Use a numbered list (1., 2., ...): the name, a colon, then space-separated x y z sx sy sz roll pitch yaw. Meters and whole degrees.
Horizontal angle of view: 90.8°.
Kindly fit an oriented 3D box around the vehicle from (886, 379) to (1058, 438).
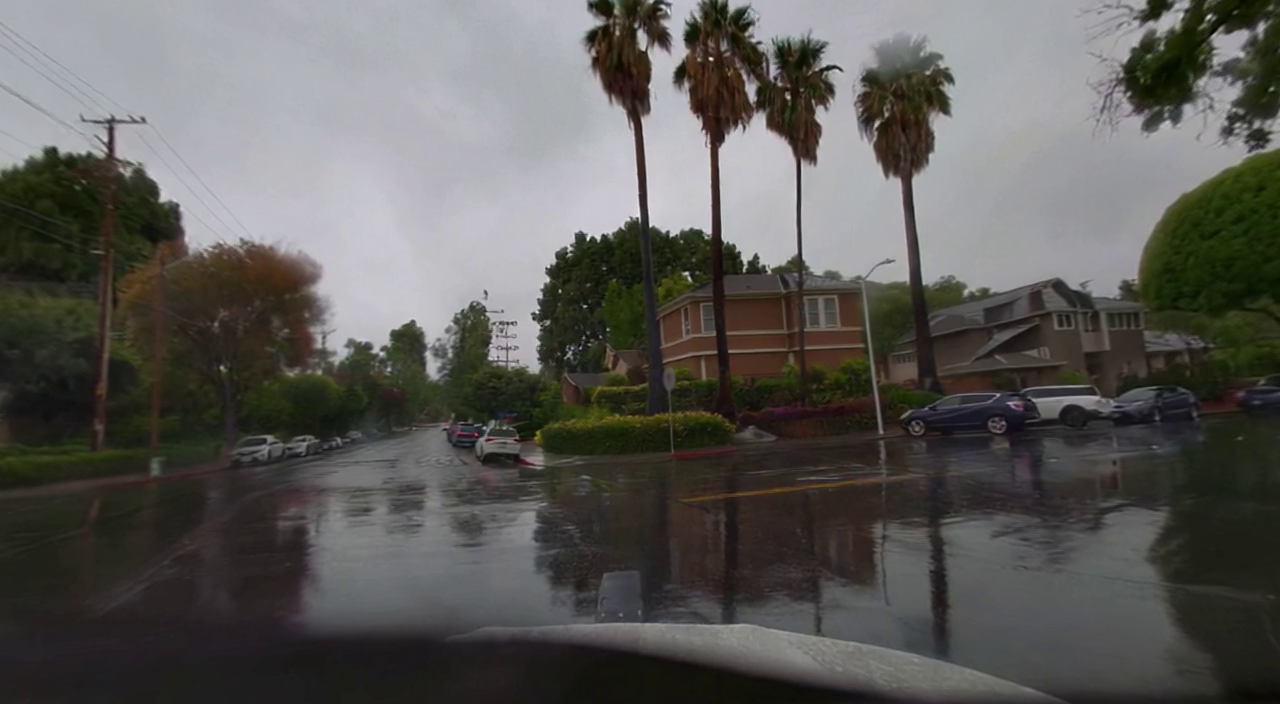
1. vehicle: 11.389 2.097 22.103 1.998 1.752 4.866 5 -10 -32

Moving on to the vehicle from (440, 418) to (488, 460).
1. vehicle: -9.122 4.530 32.784 2.154 2.035 4.261 2 -9 -16

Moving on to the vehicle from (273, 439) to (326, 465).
1. vehicle: -21.243 6.231 39.538 1.795 1.463 4.382 2 -9 -14

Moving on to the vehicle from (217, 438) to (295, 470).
1. vehicle: -19.650 5.229 32.578 2.118 1.526 4.727 2 -9 -15

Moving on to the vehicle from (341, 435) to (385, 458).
1. vehicle: -19.279 6.585 44.155 2.071 1.538 4.428 2 -9 -14

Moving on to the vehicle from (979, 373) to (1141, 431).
1. vehicle: 14.916 1.893 22.688 1.995 1.772 4.273 5 -10 -30
